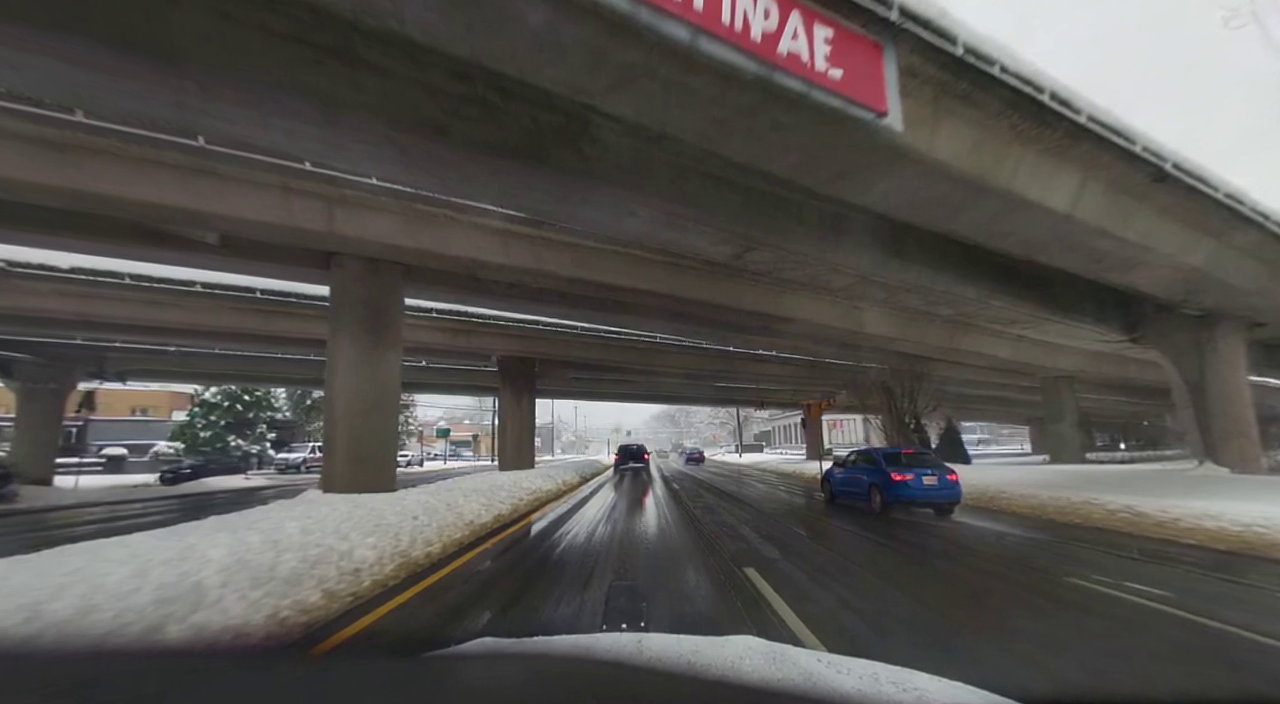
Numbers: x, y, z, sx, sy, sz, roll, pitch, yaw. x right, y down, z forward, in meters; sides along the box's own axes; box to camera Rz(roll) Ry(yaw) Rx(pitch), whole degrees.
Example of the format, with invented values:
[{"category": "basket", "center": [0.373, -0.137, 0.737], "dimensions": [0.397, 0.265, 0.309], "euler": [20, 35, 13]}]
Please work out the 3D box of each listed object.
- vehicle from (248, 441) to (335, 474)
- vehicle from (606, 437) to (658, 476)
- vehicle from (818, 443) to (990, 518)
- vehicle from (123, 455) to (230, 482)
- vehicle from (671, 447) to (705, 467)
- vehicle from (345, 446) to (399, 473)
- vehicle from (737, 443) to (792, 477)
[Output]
[{"category": "vehicle", "center": [-25.207, 7.645, 46.063], "dimensions": [2.510, 2.180, 7.492], "euler": [0, -8, -4]}, {"category": "vehicle", "center": [-0.359, 5.257, 32.041], "dimensions": [2.441, 1.813, 4.581], "euler": [0, -8, 1]}, {"category": "vehicle", "center": [5.968, 2.928, 14.984], "dimensions": [1.954, 1.479, 4.557], "euler": [0, -8, -3]}, {"category": "vehicle", "center": [-26.850, 6.760, 36.686], "dimensions": [4.582, 1.429, 1.962], "euler": [3, -9, -21]}, {"category": "vehicle", "center": [3.534, 7.806, 47.095], "dimensions": [2.126, 1.375, 4.241], "euler": [0, -8, -1]}, {"category": "vehicle", "center": [-19.524, 7.809, 46.125], "dimensions": [1.989, 1.820, 4.427], "euler": [0, -9, -1]}, {"category": "vehicle", "center": [6.584, 5.747, 33.808], "dimensions": [1.974, 1.663, 4.299], "euler": [0, -8, -1]}]
